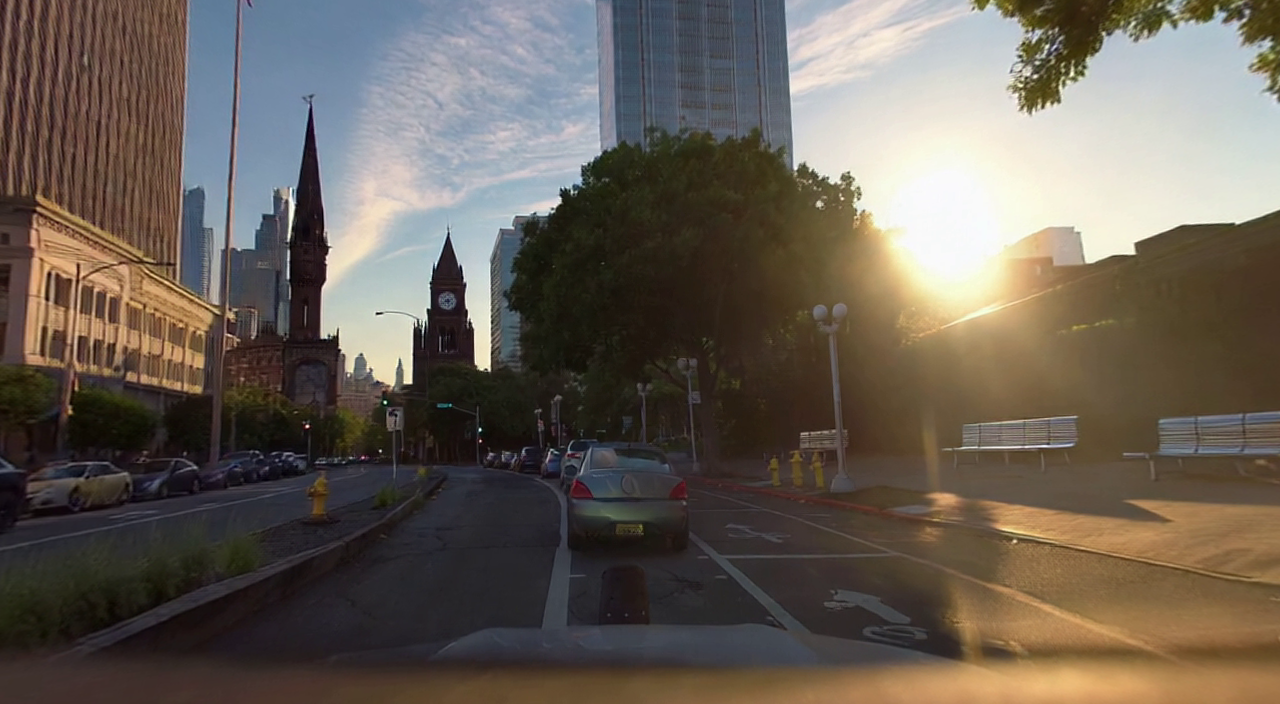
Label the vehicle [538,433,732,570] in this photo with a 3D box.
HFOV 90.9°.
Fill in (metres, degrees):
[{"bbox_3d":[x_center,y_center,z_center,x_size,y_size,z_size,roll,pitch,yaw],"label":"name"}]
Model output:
[{"bbox_3d":[-0.237,1.939,9.022,2.142,1.475,4.051,1,-8,-6],"label":"vehicle"}]
